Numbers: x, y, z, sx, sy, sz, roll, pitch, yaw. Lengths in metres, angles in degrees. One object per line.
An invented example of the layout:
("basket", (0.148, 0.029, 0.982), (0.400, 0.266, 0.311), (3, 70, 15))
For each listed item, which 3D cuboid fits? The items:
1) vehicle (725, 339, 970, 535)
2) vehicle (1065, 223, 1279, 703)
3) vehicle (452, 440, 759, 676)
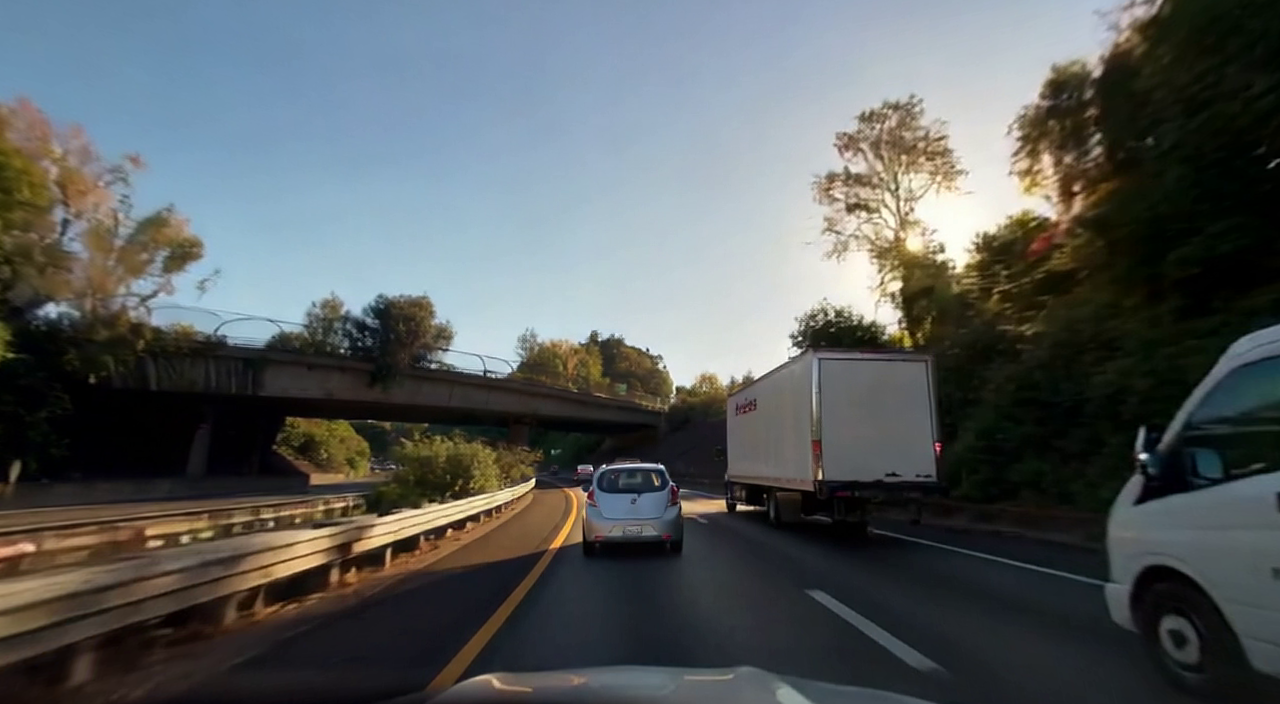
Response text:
("vehicle", (4.966, 2.733, 18.449), (2.936, 3.972, 11.144), (1, -11, -2))
("vehicle", (4.177, 0.446, 1.671), (2.328, 2.537, 5.290), (1, -11, 1))
("vehicle", (-0.248, 1.666, 5.877), (1.980, 1.493, 3.410), (1, -11, -1))
